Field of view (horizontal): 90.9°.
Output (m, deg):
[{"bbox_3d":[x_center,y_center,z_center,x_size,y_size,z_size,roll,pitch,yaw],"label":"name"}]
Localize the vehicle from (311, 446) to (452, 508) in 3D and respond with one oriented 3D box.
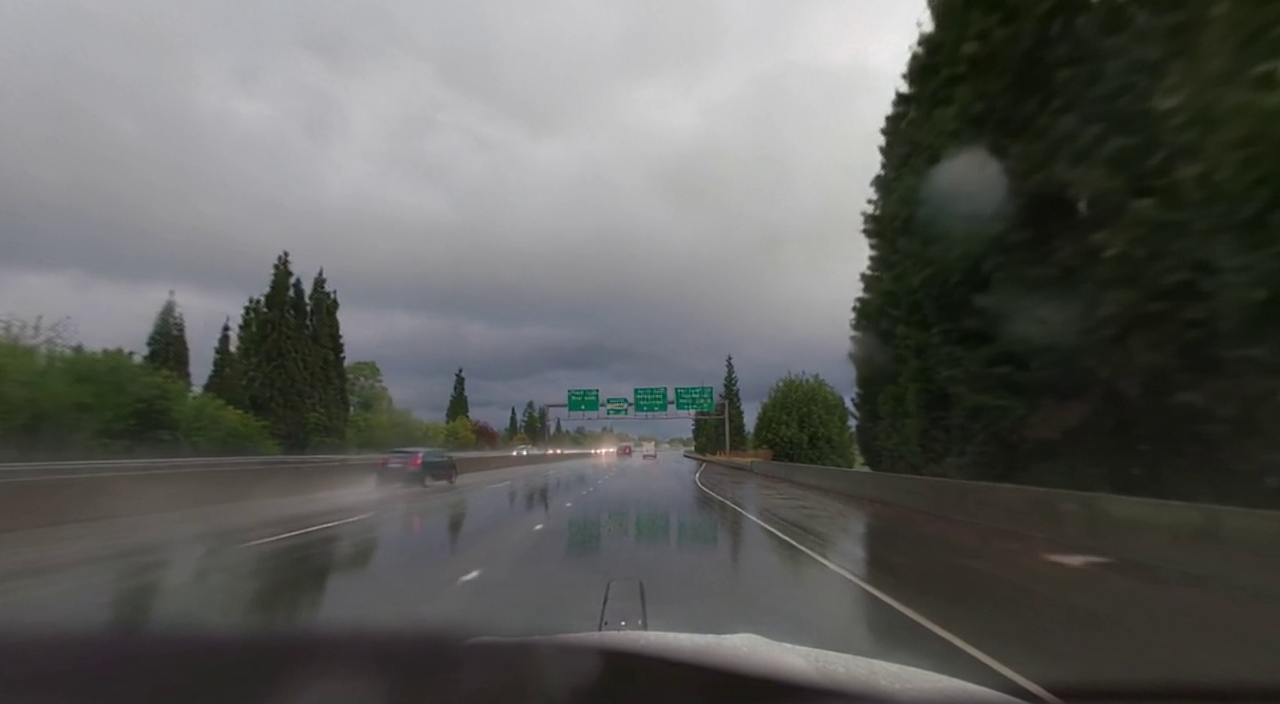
[{"bbox_3d":[-6.846,3.334,17.353,1.835,1.459,4.636,0,-9,1],"label":"vehicle"}]
